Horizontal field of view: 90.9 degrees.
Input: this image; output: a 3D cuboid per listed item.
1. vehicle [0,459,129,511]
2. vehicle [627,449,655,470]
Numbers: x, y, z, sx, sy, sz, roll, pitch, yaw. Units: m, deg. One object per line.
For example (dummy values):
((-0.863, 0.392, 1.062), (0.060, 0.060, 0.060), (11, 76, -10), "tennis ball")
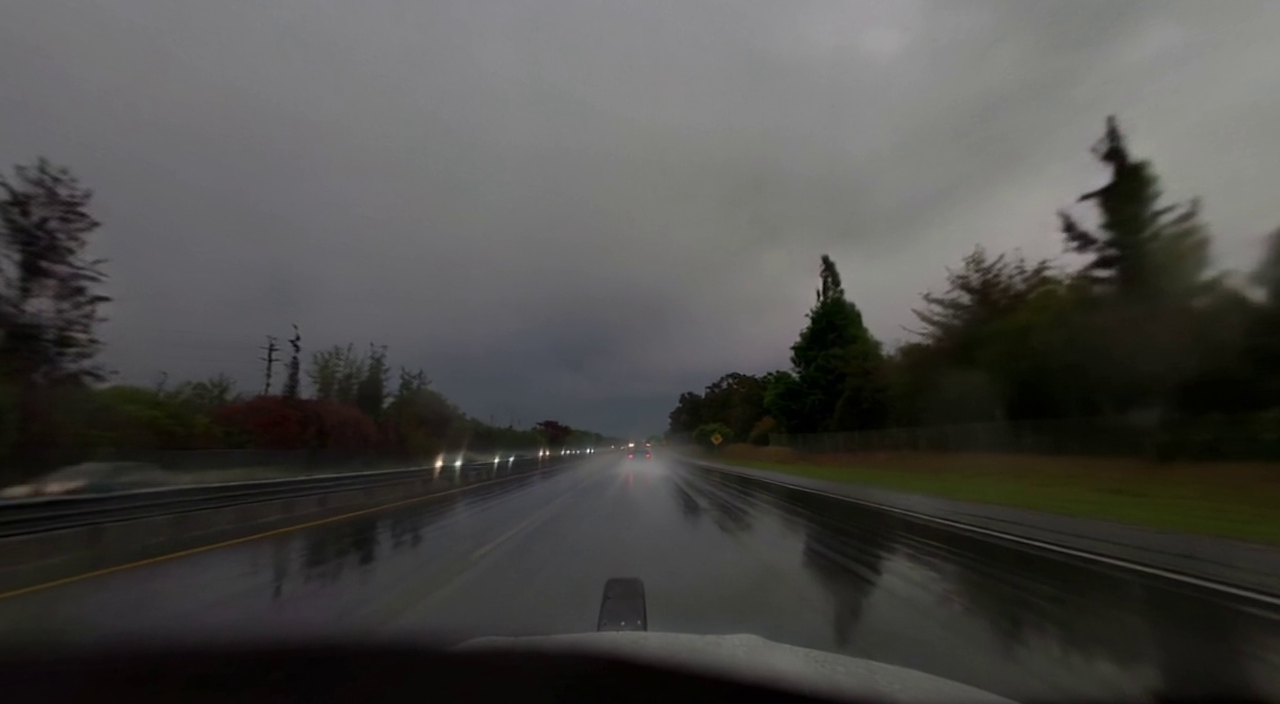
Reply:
((-19.983, 4.369, 21.141), (1.826, 1.477, 4.521), (0, -9, 1), "vehicle")
((0.058, 8.094, 47.612), (1.964, 1.483, 4.016), (0, -9, -1), "vehicle")
